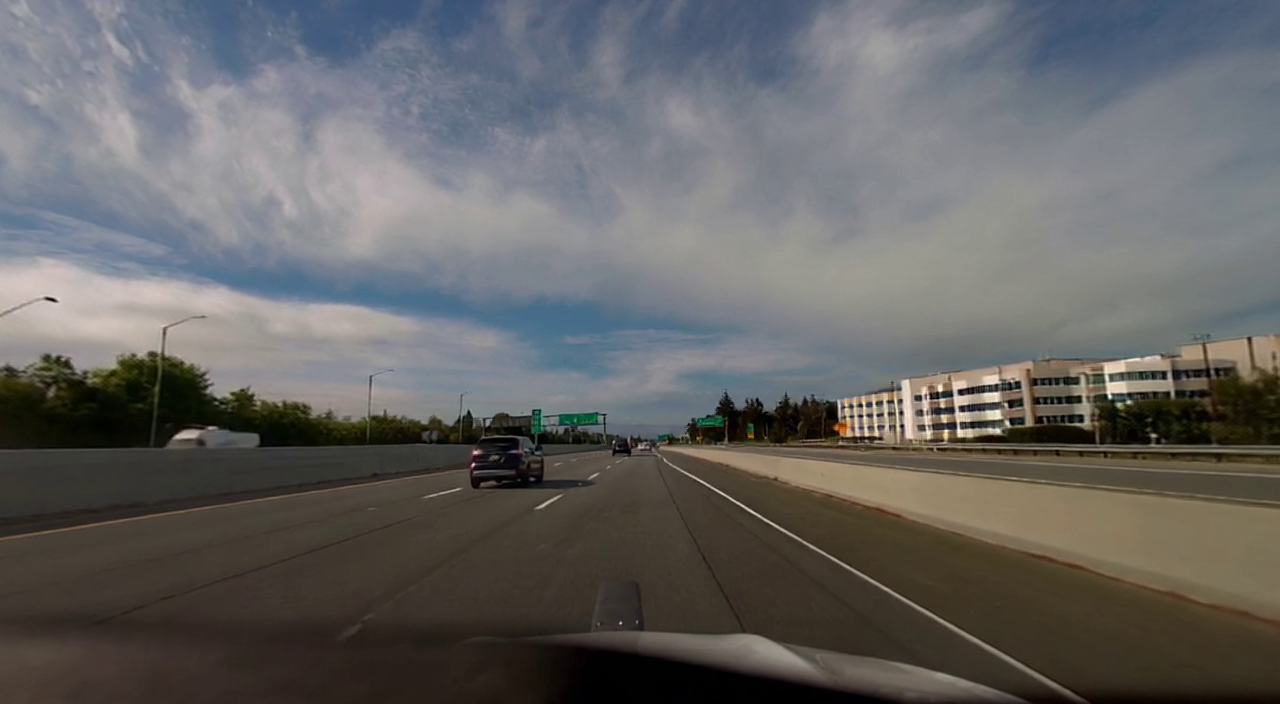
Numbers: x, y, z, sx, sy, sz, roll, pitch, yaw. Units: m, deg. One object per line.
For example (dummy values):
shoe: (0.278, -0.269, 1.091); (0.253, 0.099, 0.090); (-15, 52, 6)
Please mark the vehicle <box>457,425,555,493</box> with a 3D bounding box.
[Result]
vehicle: (-3.882, 3.177, 19.107); (2.047, 1.786, 4.217); (0, -8, 0)
